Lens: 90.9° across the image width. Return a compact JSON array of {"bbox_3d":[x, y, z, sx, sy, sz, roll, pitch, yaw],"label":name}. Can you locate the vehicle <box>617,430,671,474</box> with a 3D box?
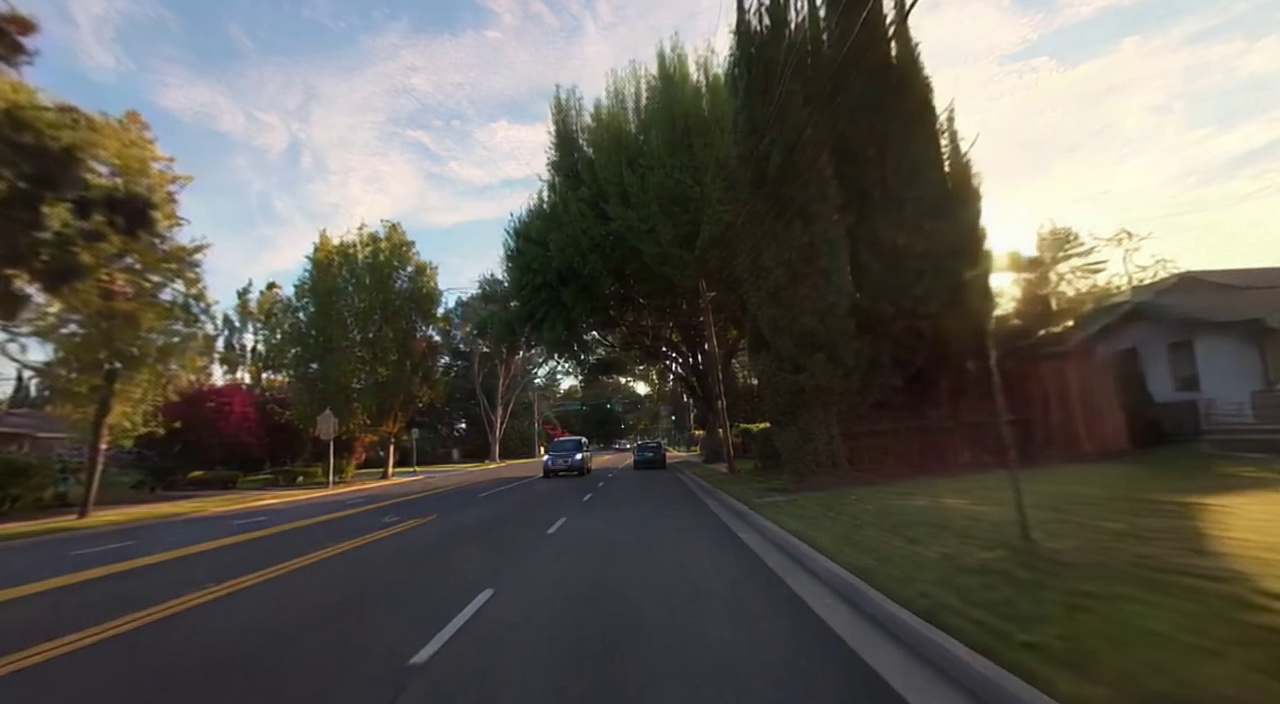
[{"bbox_3d":[0.154,4.216,26.750,2.120,1.718,3.909,0,-9,0],"label":"vehicle"}]

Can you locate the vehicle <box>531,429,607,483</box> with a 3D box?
[{"bbox_3d":[-2.446,3.753,22.958,2.157,1.765,4.303,-1,-9,2],"label":"vehicle"}]
